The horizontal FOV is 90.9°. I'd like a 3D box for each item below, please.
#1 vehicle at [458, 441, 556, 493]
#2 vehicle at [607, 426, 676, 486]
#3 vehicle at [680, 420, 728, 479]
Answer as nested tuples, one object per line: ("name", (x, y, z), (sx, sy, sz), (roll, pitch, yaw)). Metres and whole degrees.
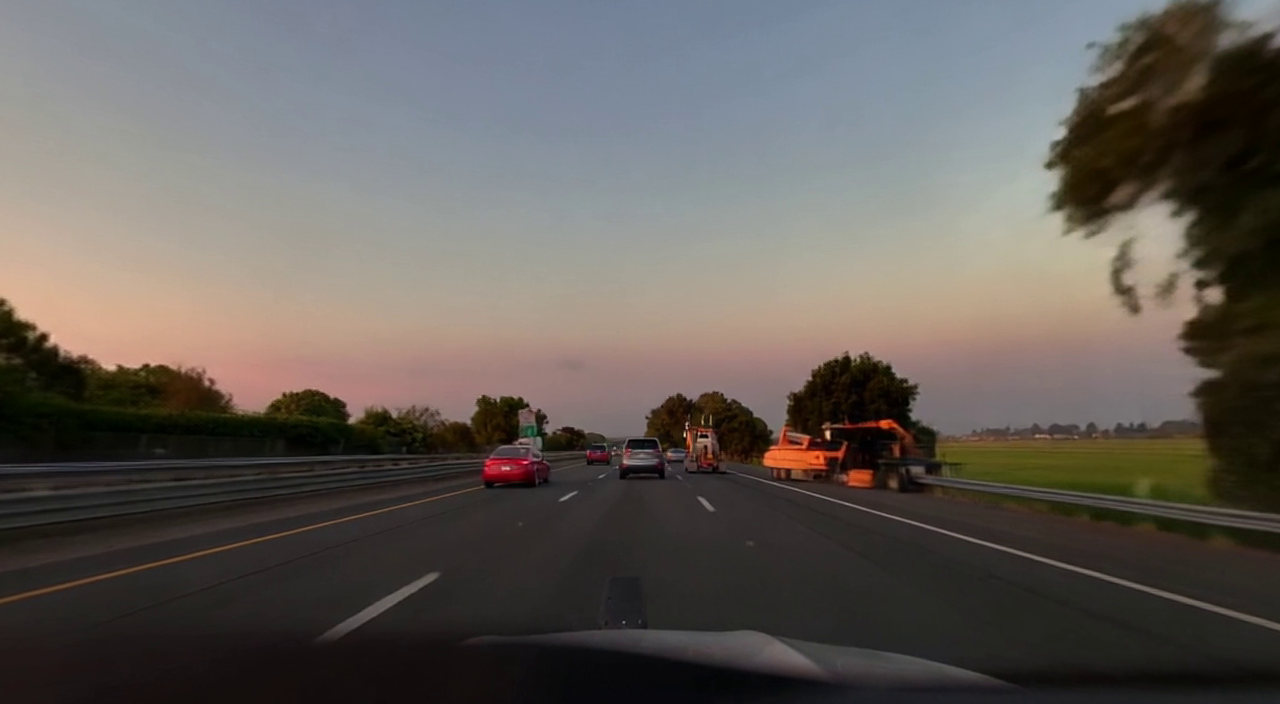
("vehicle", (-4.132, 3.645, 20.409), (2.096, 1.469, 4.319), (0, -8, 2))
("vehicle", (0.085, 3.848, 23.596), (2.308, 1.993, 4.631), (0, -8, 1))
("vehicle", (4.524, 7.161, 46.646), (2.793, 3.828, 9.580), (0, -8, 1))
